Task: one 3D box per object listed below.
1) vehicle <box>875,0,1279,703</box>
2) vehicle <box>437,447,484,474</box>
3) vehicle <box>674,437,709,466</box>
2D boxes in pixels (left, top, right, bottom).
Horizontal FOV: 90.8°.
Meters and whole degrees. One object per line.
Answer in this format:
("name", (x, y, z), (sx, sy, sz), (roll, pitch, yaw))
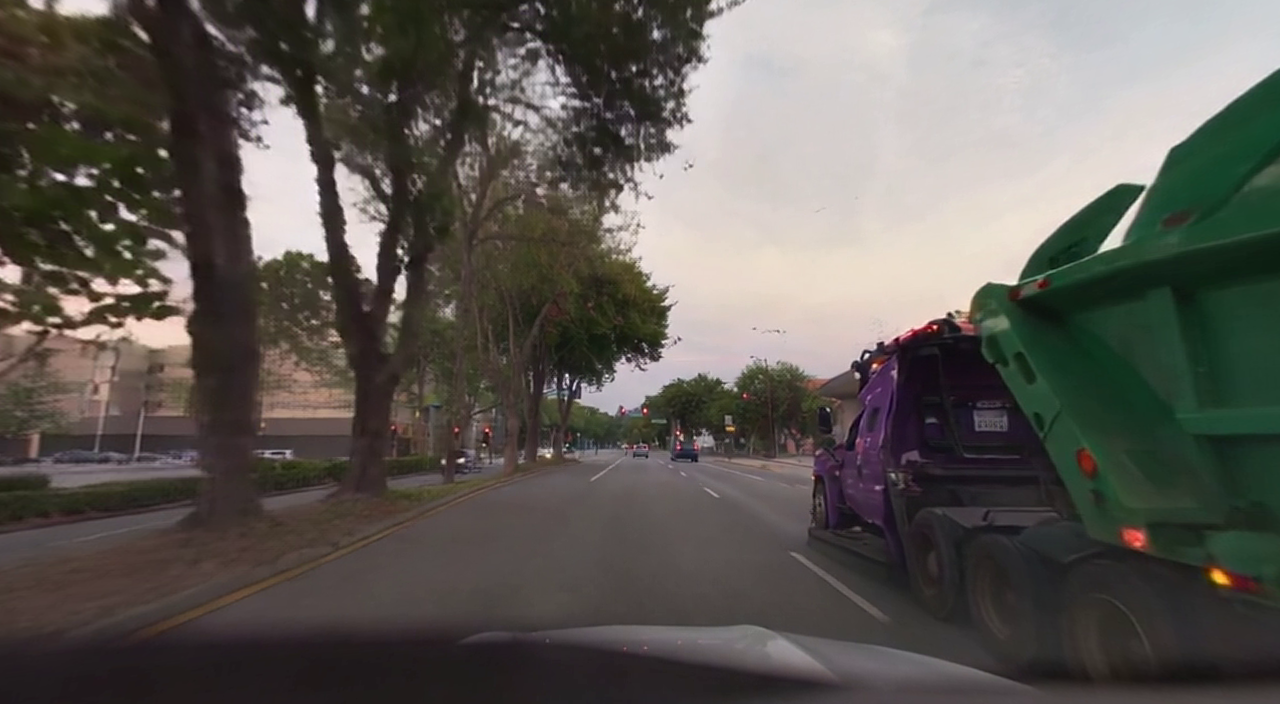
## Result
("vehicle", (3.817, -0.159, 1.132), (2.731, 3.407, 10.262), (0, -9, -1))
("vehicle", (-13.613, 8.239, 48.235), (2.140, 1.961, 4.641), (0, -9, 1))
("vehicle", (3.655, 7.220, 45.790), (2.099, 1.936, 4.575), (0, -9, -1))
